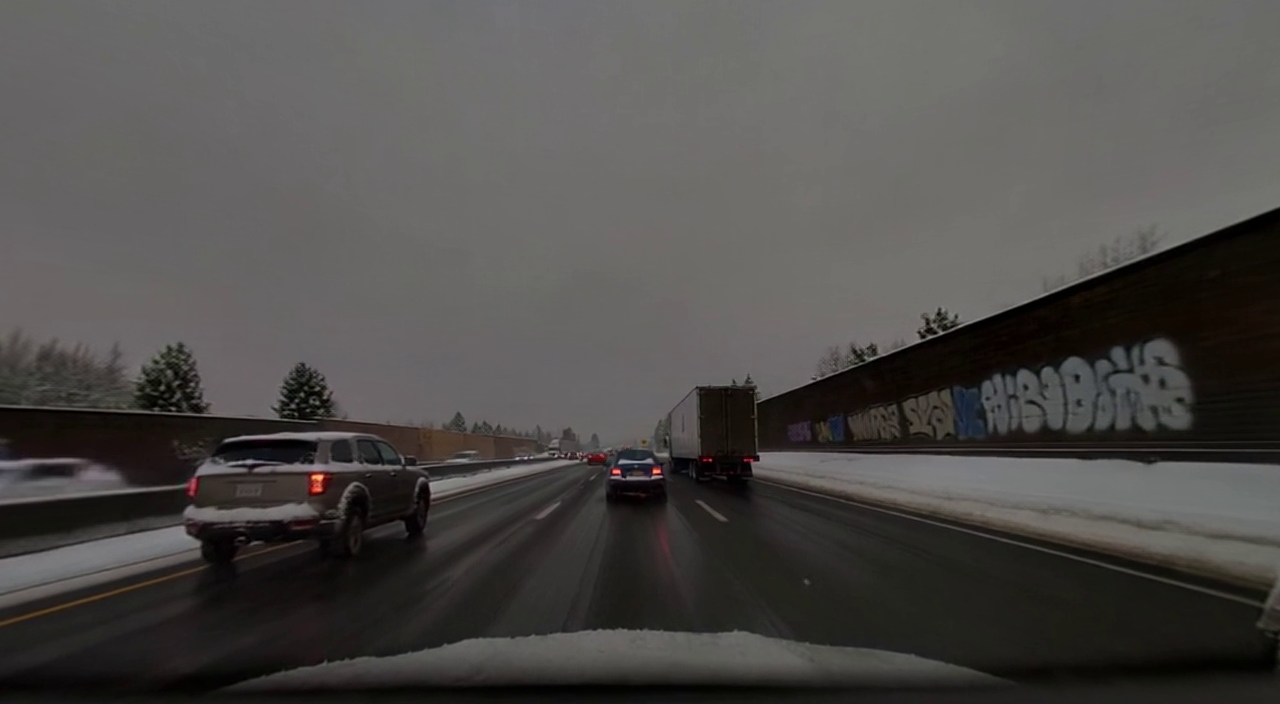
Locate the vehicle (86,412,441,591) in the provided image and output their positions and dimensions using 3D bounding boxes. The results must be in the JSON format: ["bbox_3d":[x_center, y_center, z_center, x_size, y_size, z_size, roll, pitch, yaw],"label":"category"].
[{"bbox_3d":[-4.491,1.837,8.657,1.988,1.750,4.711,0,-9,0],"label":"vehicle"}]

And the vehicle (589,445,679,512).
[{"bbox_3d":[-0.182,3.166,16.225,2.033,1.468,4.015,0,-9,-1],"label":"vehicle"}]

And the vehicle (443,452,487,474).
[{"bbox_3d":[-12.726,8.060,45.891,1.946,1.474,4.374,-1,-9,0],"label":"vehicle"}]

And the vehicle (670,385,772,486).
[{"bbox_3d":[3.580,4.400,32.372,2.902,4.014,14.446,0,-9,-2],"label":"vehicle"}]

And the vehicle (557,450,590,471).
[{"bbox_3d":[-4.967,8.164,47.514,2.067,1.481,4.085,0,-9,0],"label":"vehicle"}]
